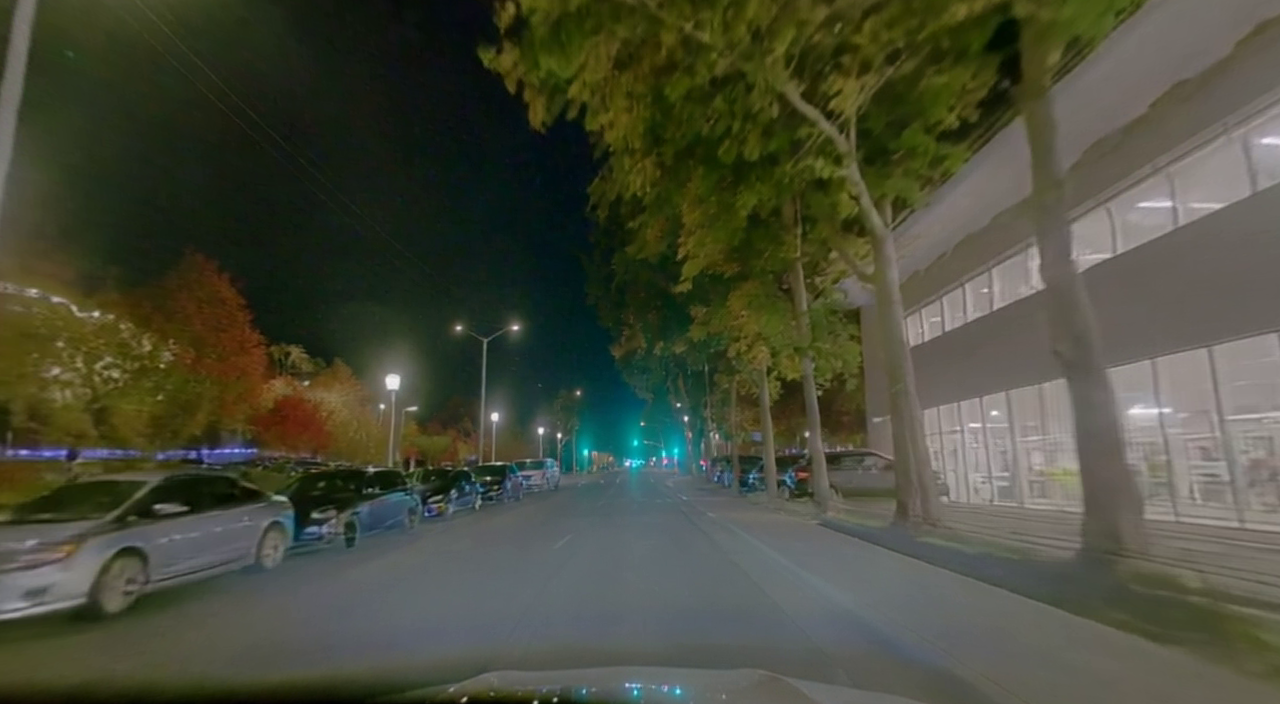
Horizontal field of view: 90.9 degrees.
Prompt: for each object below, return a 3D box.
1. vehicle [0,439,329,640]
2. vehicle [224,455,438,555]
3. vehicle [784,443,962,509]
[{"bbox_3d":[-5.733,1.952,7.462,1.832,1.623,4.424,1,-11,-1],"label":"vehicle"},{"bbox_3d":[-5.664,2.864,12.297,1.939,1.565,4.185,0,-11,2],"label":"vehicle"},{"bbox_3d":[6.414,3.476,17.732,4.193,1.665,1.924,1,-11,-1],"label":"vehicle"}]
